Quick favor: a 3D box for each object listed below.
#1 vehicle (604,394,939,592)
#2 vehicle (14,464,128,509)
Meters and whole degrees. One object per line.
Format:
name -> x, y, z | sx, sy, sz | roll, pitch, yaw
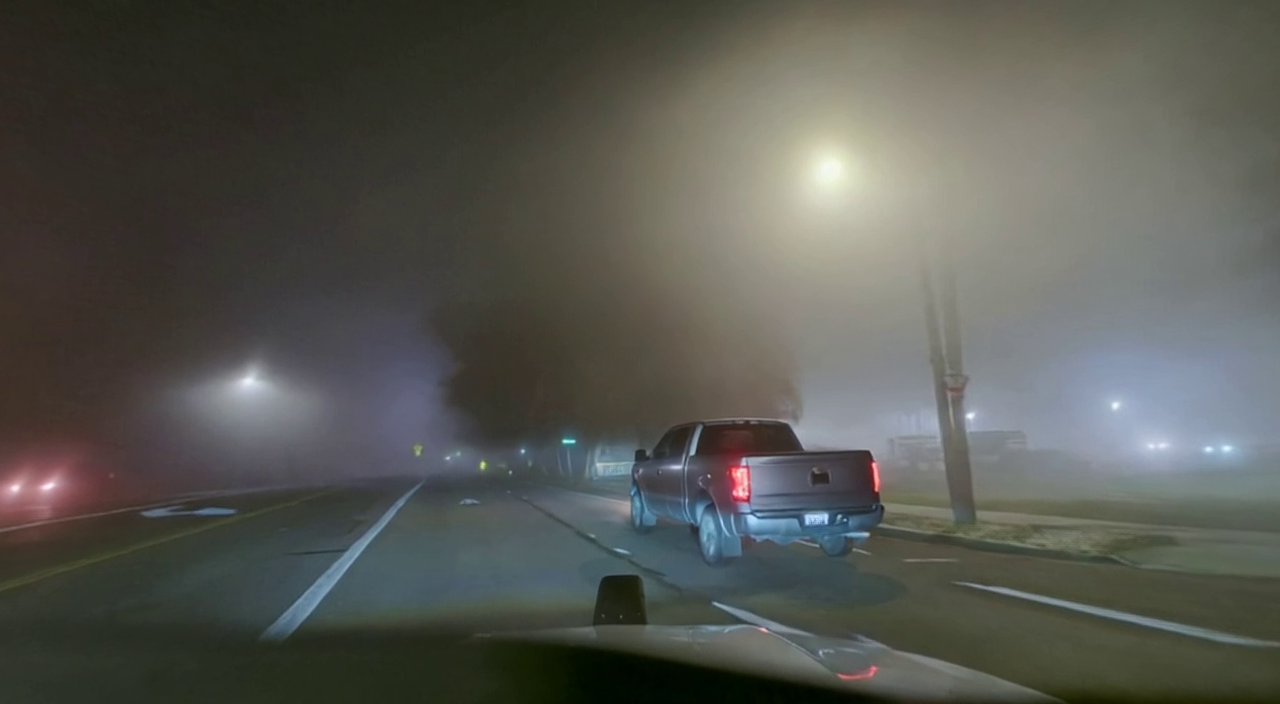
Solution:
vehicle -> 1.270, 1.830, 9.280 | 2.402, 1.922, 5.677 | 2, -9, -16
vehicle -> -25.564, 6.002, 28.627 | 2.037, 1.725, 4.632 | 3, -9, -18
